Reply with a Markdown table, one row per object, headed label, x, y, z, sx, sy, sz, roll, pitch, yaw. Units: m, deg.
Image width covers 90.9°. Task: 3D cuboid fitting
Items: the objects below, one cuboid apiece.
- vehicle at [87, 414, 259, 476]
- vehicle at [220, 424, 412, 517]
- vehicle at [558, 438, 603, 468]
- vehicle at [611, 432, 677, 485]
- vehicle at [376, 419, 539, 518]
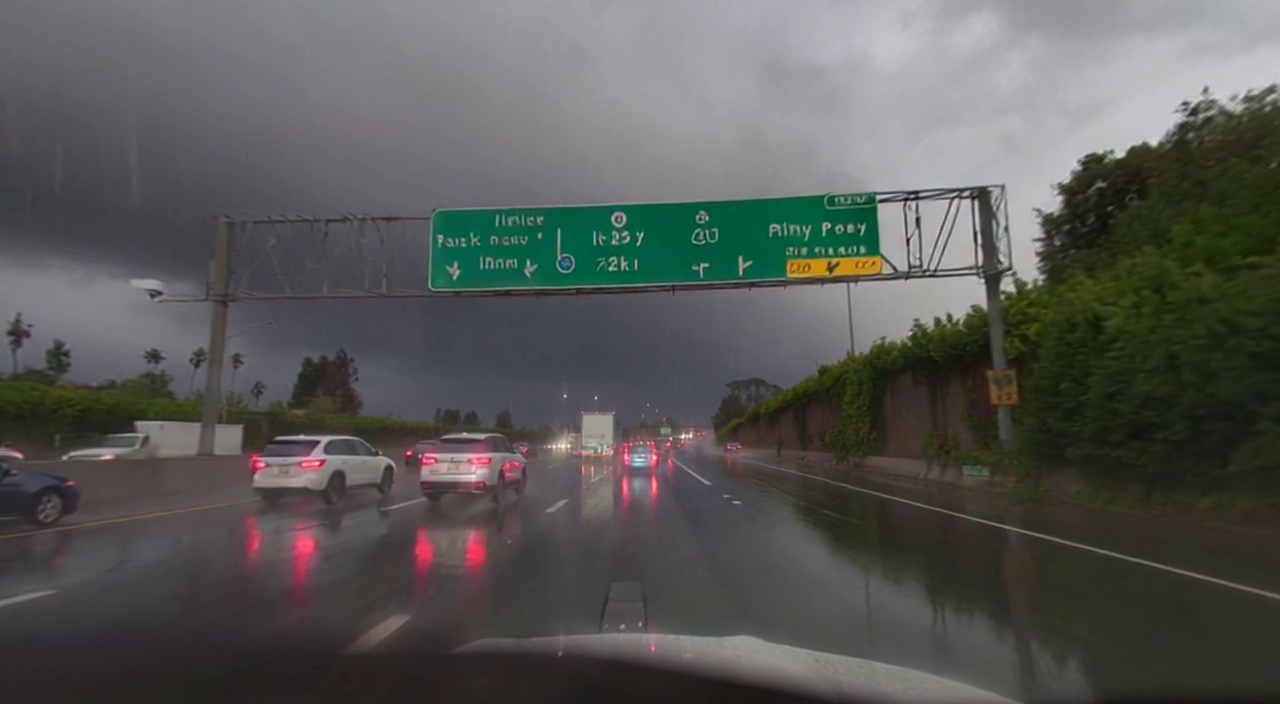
| label | x | y | z | sx | sy | sz | roll | pitch | yaw |
| --- | --- | --- | --- | --- | --- | --- | --- | --- | --- |
| vehicle | -27.949 | 5.687 | 38.652 | 2.909 | 3.253 | 9.778 | 0 | -8 | 1 |
| vehicle | -6.967 | 2.572 | 14.207 | 1.998 | 1.770 | 4.222 | 0 | -8 | 1 |
| vehicle | -3.490 | 6.020 | 37.822 | 2.243 | 1.683 | 4.178 | 0 | -8 | 1 |
| vehicle | 0.172 | 3.785 | 22.769 | 2.180 | 1.716 | 3.920 | 0 | -8 | 1 |
| vehicle | -3.741 | 2.477 | 13.923 | 2.125 | 1.792 | 4.466 | 0 | -8 | 2 |
